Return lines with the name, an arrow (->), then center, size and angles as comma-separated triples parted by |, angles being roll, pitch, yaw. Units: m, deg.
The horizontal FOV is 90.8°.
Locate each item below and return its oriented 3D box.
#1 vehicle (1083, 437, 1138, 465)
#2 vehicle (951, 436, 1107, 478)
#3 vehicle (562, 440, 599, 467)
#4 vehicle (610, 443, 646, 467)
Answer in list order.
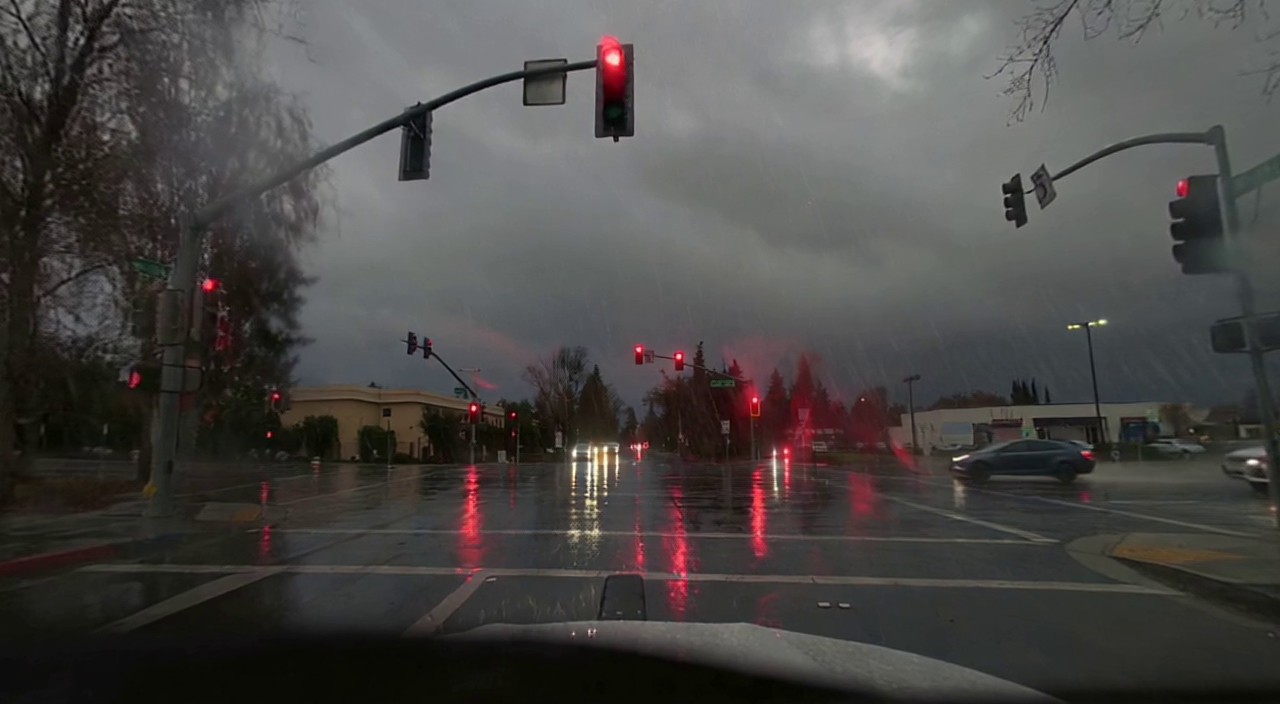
vehicle -> 26.969, 5.654, 36.141 | 2.092, 1.474, 4.046 | -8, -11, 41
vehicle -> 14.601, 3.988, 24.024 | 4.588, 1.484, 2.000 | -3, -9, 14
vehicle -> -4.114, 7.104, 44.251 | 2.251, 1.756, 4.610 | 0, -9, -2
vehicle -> -0.873, 6.852, 42.128 | 2.056, 1.492, 3.937 | 1, -9, -6
